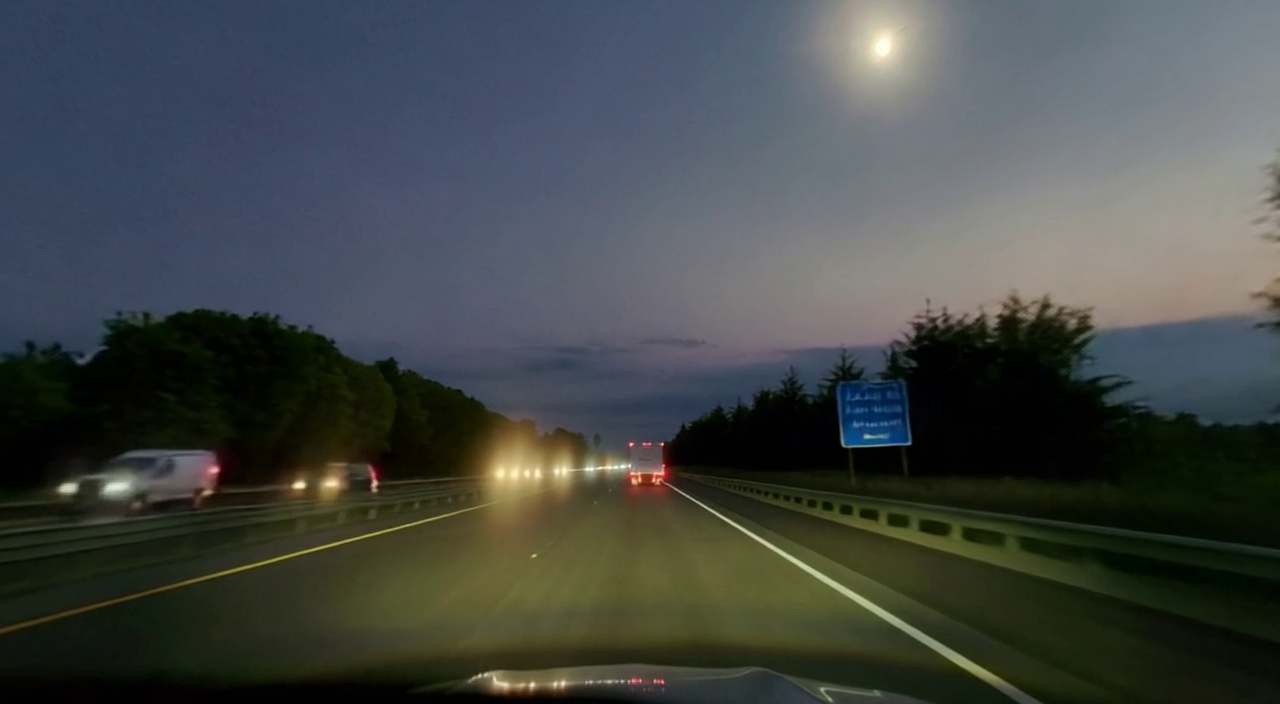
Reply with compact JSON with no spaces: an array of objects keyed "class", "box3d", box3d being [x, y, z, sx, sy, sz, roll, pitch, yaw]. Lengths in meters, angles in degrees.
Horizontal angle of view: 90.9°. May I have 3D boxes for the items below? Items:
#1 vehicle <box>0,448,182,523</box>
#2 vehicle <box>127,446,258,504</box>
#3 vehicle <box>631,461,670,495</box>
[{"class":"vehicle","box3d":[-16.350,3.762,18.181,2.028,1.777,5.635,1,-10,0]},{"class":"vehicle","box3d":[-16.433,4.557,23.401,2.019,1.928,3.657,0,-10,1]},{"class":"vehicle","box3d":[0.553,6.914,34.760,2.048,1.663,4.377,1,-10,0]}]
